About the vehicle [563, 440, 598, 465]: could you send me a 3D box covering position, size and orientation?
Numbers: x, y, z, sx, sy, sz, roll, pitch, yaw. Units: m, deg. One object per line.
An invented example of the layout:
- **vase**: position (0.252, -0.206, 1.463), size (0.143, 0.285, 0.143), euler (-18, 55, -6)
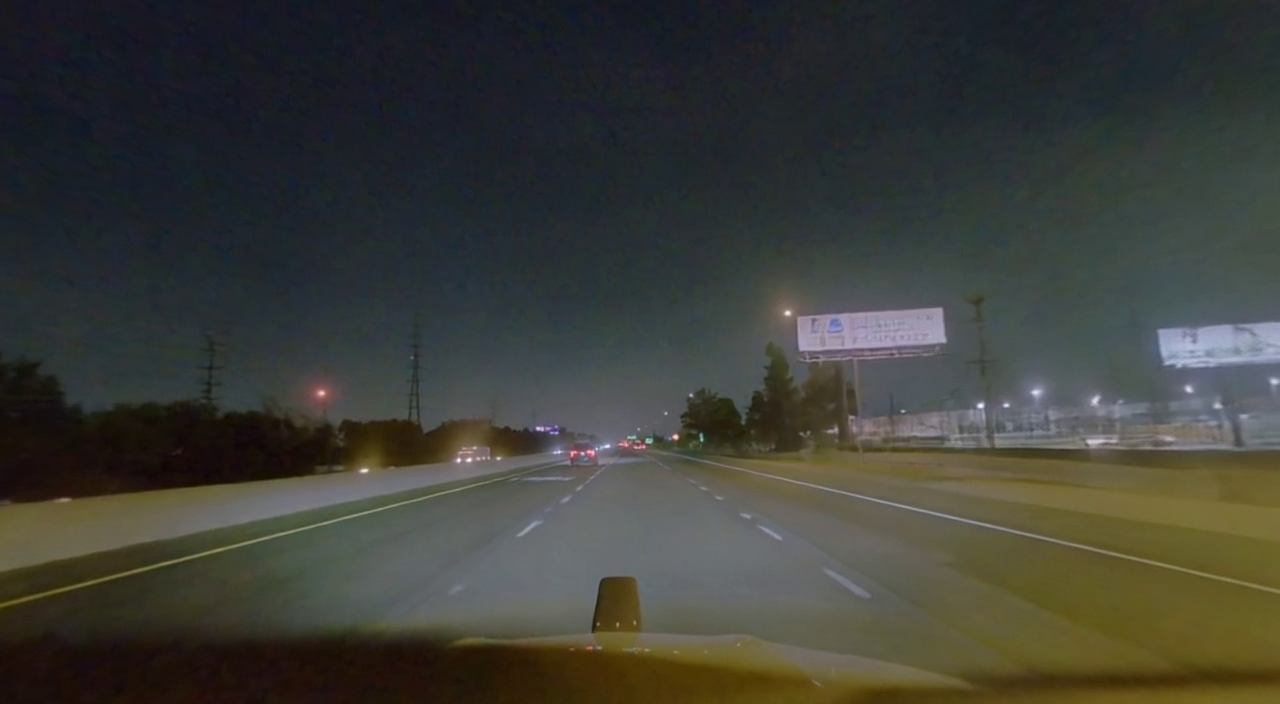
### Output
- **vehicle**: position (-4.441, 7.569, 47.702), size (2.130, 1.823, 4.761), euler (0, -8, 0)
